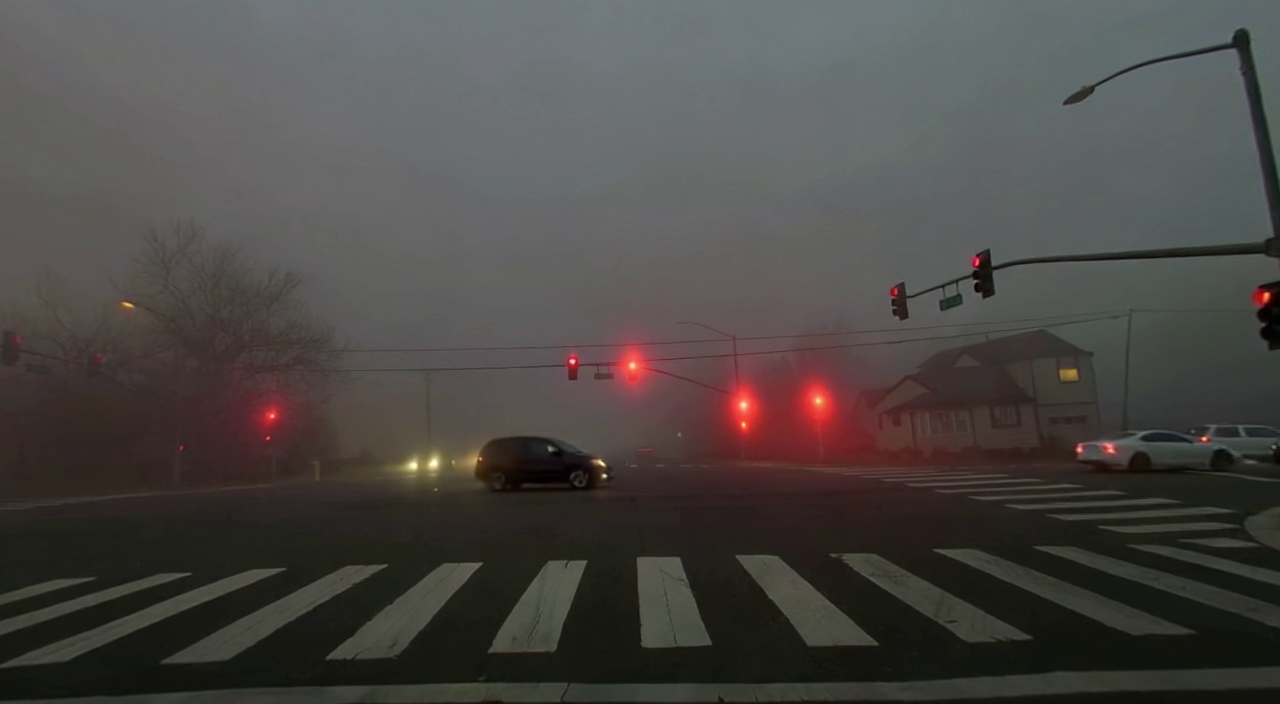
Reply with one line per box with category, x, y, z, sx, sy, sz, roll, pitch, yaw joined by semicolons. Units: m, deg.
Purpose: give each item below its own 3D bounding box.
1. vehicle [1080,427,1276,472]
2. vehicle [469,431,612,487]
vehicle;18.280;3.333;21.659;4.823;1.449;2.017;0;-9;0
vehicle;-3.203;3.554;21.103;4.431;1.739;1.935;0;-9;0
